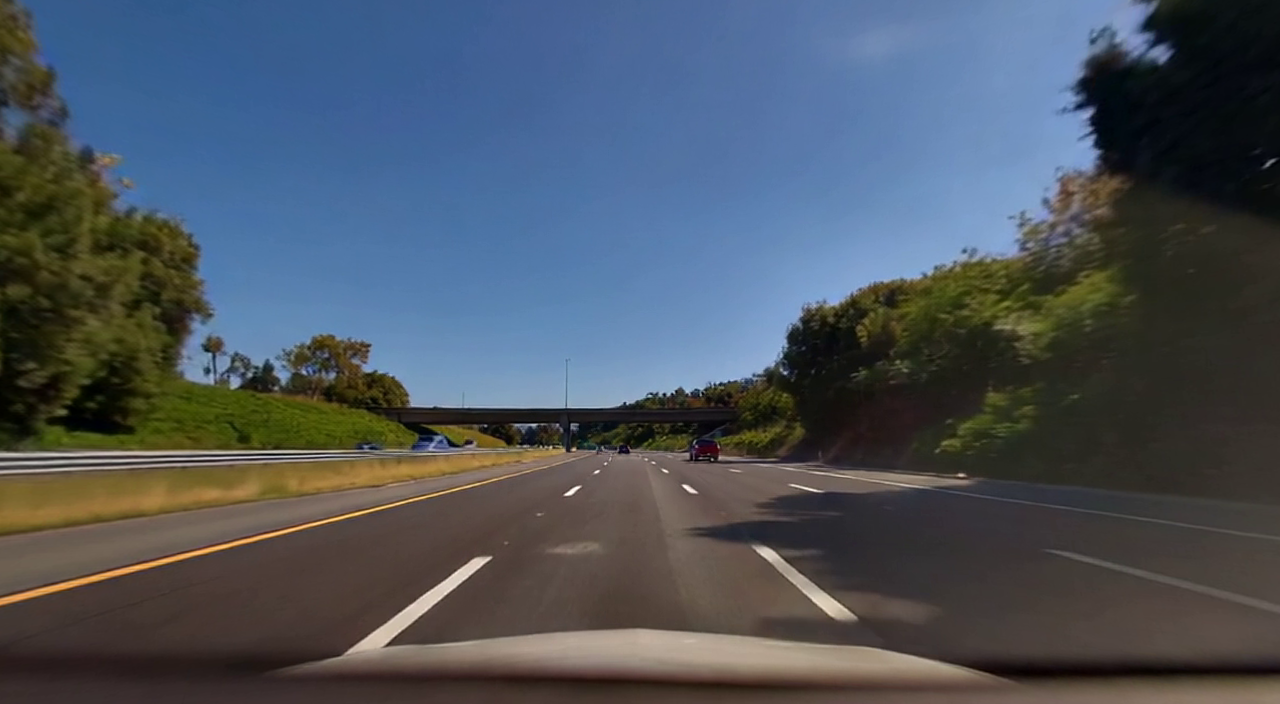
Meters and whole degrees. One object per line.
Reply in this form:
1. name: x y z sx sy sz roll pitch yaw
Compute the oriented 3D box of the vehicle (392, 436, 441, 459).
1. vehicle: -16.138 6.916 45.797 1.945 1.614 4.597 0 -8 -1
